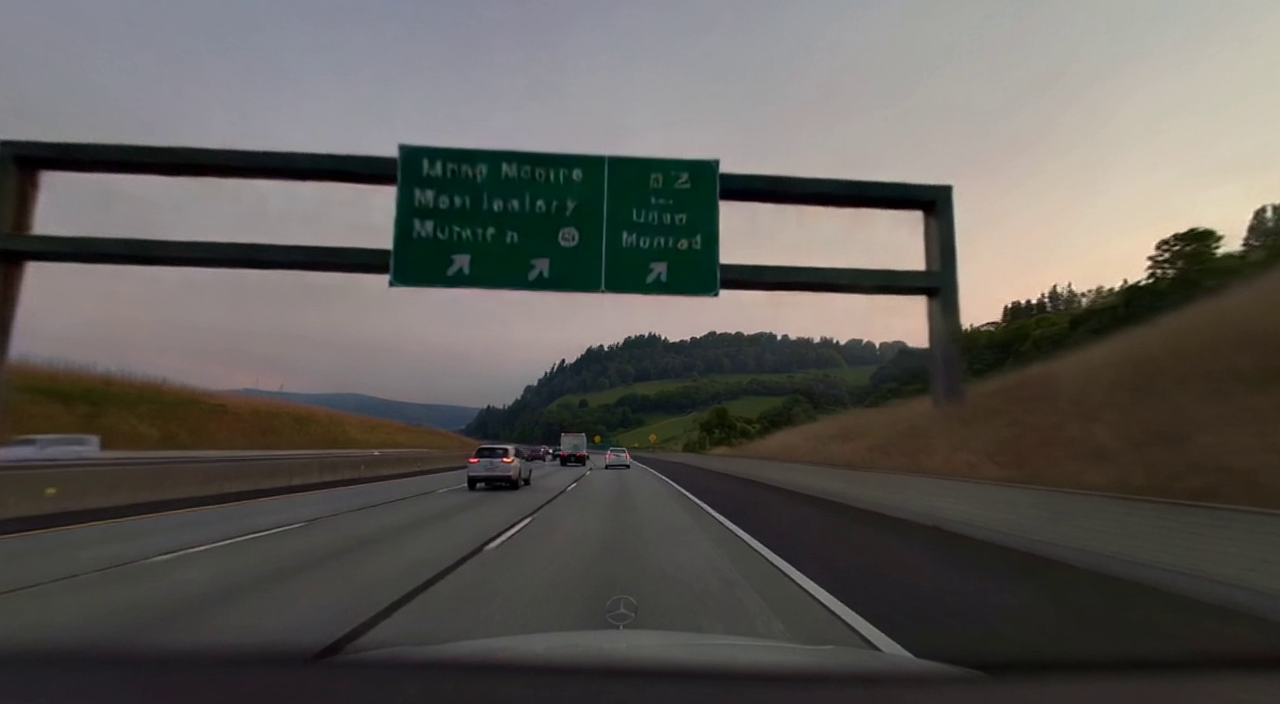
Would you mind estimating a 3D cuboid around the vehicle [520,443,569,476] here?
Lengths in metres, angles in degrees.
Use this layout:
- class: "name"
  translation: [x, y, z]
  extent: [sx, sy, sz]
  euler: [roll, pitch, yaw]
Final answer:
- class: "vehicle"
  translation: [-5.147, 5.836, 34.427]
  extent: [2.118, 1.624, 4.032]
  euler: [0, -9, -1]

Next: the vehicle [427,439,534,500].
- class: "vehicle"
  translation: [-4.634, 3.478, 19.059]
  extent: [2.208, 1.619, 4.162]
  euler: [0, -9, -1]

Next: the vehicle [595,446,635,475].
- class: "vehicle"
  translation: [-1.351, 5.830, 33.996]
  extent: [1.988, 1.440, 4.201]
  euler: [0, -9, -3]
